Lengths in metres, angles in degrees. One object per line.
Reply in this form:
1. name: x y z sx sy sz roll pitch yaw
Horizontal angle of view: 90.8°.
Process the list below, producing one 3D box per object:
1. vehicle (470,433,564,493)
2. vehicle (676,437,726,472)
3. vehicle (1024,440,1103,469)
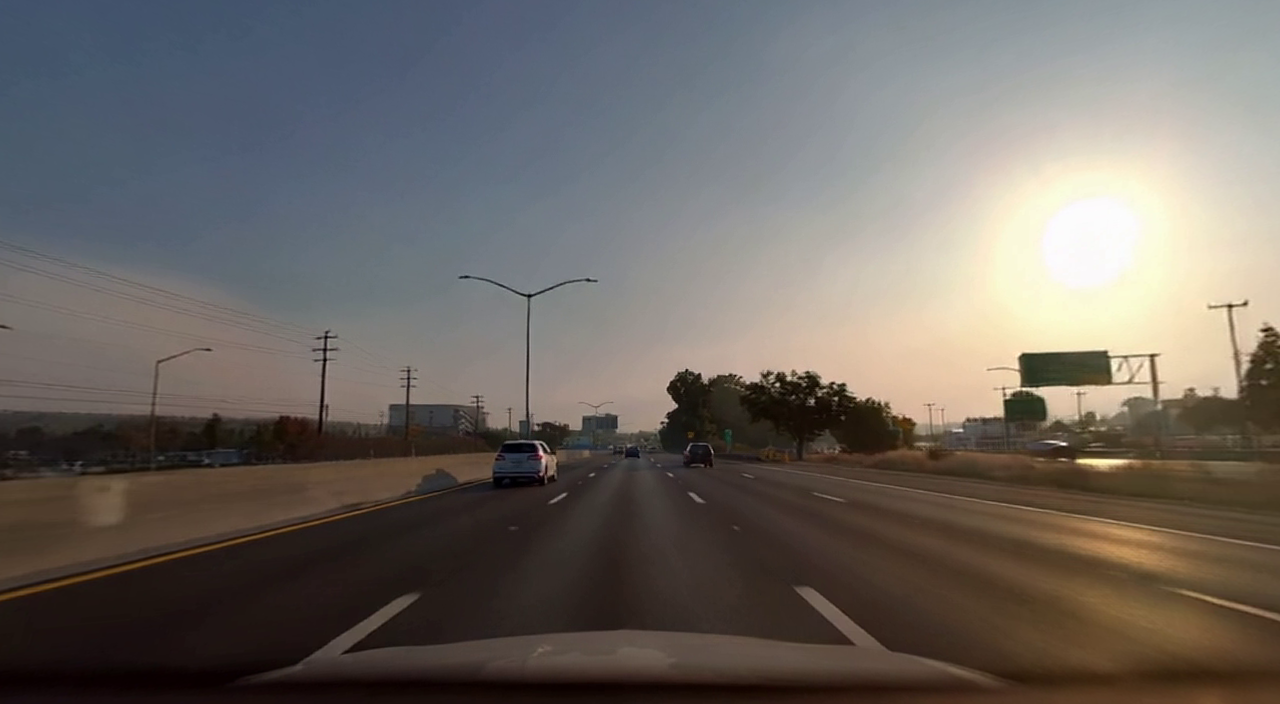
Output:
1. vehicle: -3.799 3.522 20.424 2.099 1.682 4.590 0 -9 0
2. vehicle: 2.994 5.139 31.862 1.997 1.638 4.281 0 -9 -1
3. vehicle: 28.138 6.801 42.213 2.070 1.782 5.006 -1 -9 5
